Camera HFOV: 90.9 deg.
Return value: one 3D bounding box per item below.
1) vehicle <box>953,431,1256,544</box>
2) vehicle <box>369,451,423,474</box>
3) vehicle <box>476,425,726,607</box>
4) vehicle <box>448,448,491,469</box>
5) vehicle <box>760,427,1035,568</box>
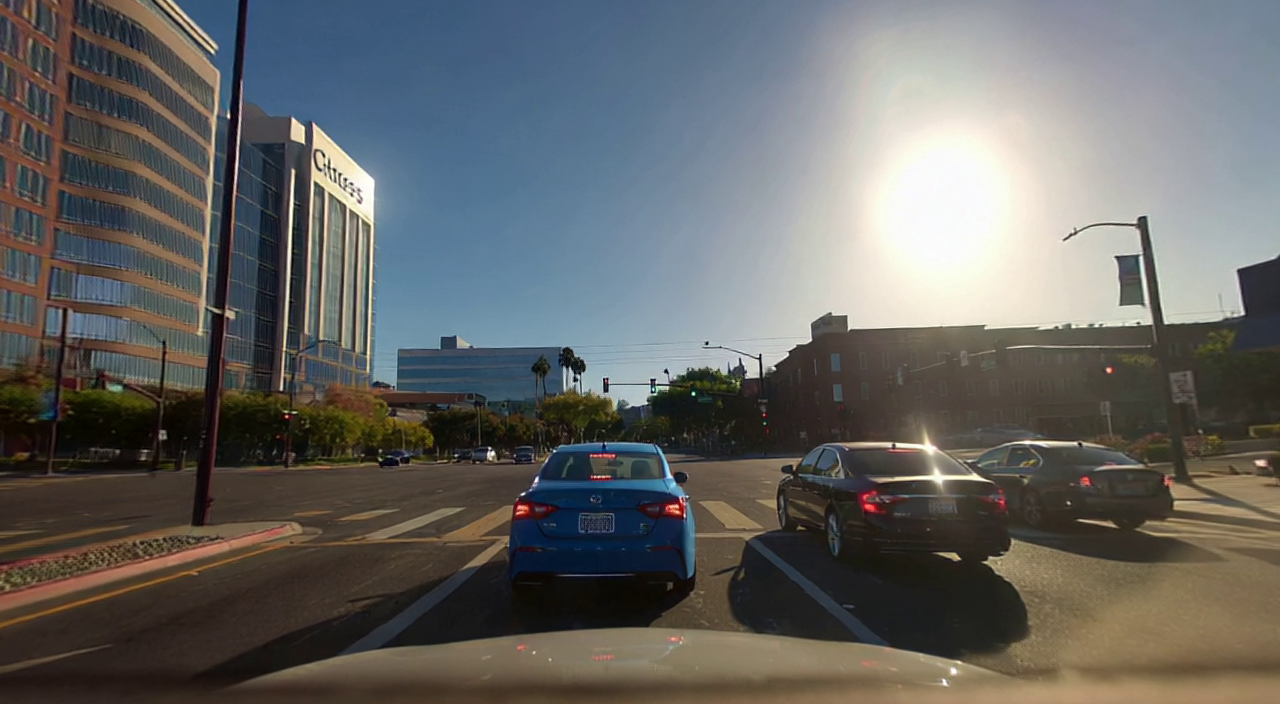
[{"bbox_3d":[7.440,2.167,10.791,1.908,1.517,4.182,0,-8,-1],"label":"vehicle"},{"bbox_3d":[-16.994,7.702,44.141,2.048,1.463,4.530,0,-8,-1],"label":"vehicle"},{"bbox_3d":[-0.371,1.655,7.290,2.059,1.477,3.988,0,-8,-1],"label":"vehicle"},{"bbox_3d":[-13.082,8.199,48.729,2.049,1.483,4.407,0,-8,1],"label":"vehicle"},{"bbox_3d":[3.212,1.890,8.973,2.042,1.508,4.109,0,-8,-2],"label":"vehicle"}]
